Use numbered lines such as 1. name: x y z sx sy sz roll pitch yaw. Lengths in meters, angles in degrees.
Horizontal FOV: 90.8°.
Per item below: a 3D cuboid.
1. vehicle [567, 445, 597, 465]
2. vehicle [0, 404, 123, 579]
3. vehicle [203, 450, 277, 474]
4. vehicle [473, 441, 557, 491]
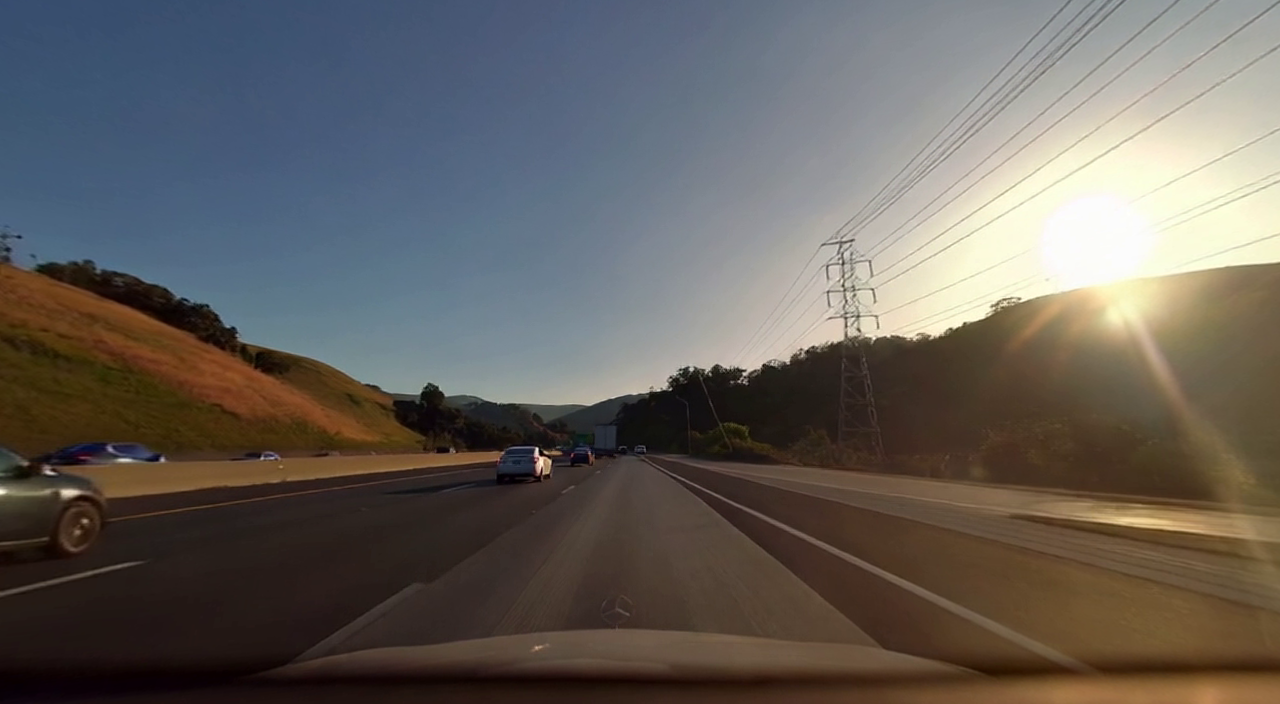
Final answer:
1. vehicle: -4.508 8.083 49.832 2.038 1.533 4.103 0 -9 -1
2. vehicle: -7.613 1.278 5.483 2.101 1.773 4.880 0 -9 0
3. vehicle: -26.055 7.128 41.333 1.841 1.449 4.570 0 -9 0
4. vehicle: -4.177 3.860 21.848 1.963 1.533 4.477 0 -9 0
